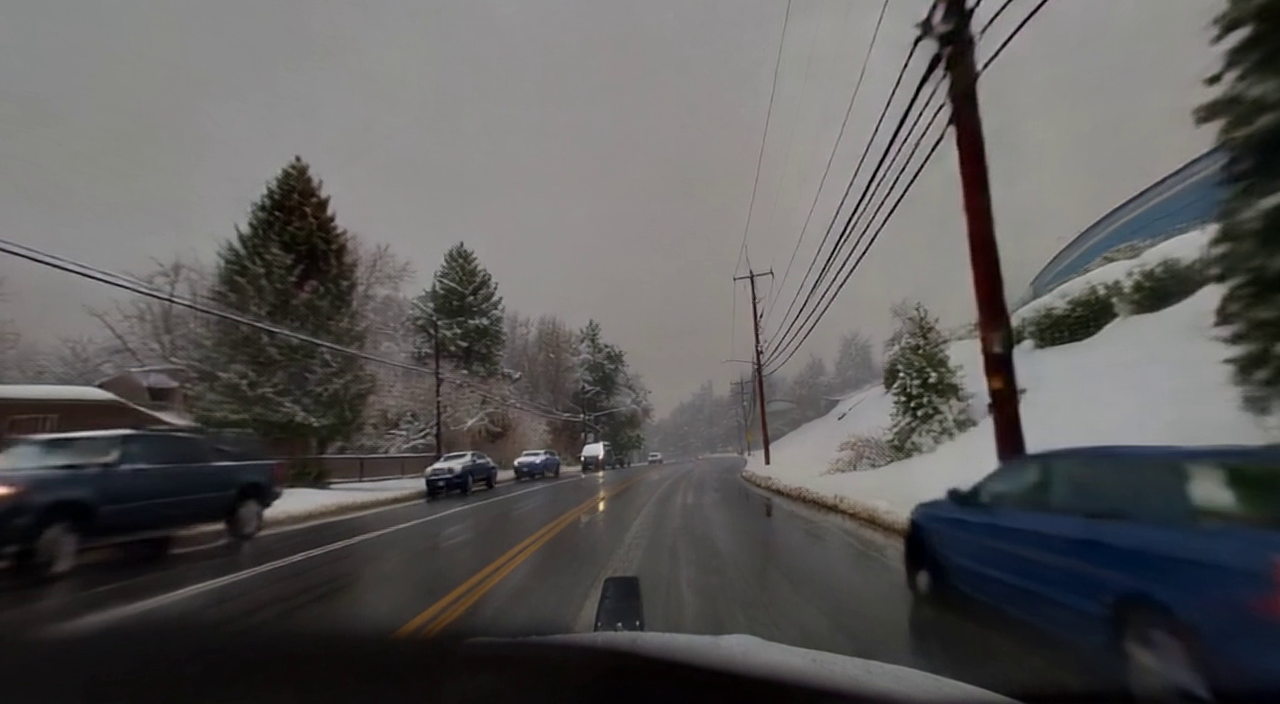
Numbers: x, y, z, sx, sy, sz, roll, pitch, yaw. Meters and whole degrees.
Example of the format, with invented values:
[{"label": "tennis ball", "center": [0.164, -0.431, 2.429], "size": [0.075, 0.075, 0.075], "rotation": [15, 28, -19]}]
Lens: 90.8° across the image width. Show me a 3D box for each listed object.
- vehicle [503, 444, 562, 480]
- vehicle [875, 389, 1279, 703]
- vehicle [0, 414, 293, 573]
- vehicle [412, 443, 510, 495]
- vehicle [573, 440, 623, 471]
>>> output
[{"label": "vehicle", "center": [-5.477, 5.713, 32.497], "size": [1.927, 1.542, 3.886], "rotation": [-5, -13, 6]}, {"label": "vehicle", "center": [3.346, 1.143, 3.933], "size": [2.054, 1.470, 4.504], "rotation": [0, -9, 0]}, {"label": "vehicle", "center": [-7.329, 1.951, 9.139], "size": [2.025, 1.715, 4.363], "rotation": [-1, -10, 1]}, {"label": "vehicle", "center": [-6.396, 4.332, 23.208], "size": [1.840, 1.523, 4.333], "rotation": [4, -11, 6]}, {"label": "vehicle", "center": [-2.967, 7.572, 45.919], "size": [2.295, 1.989, 5.055], "rotation": [-4, -11, 11]}]
